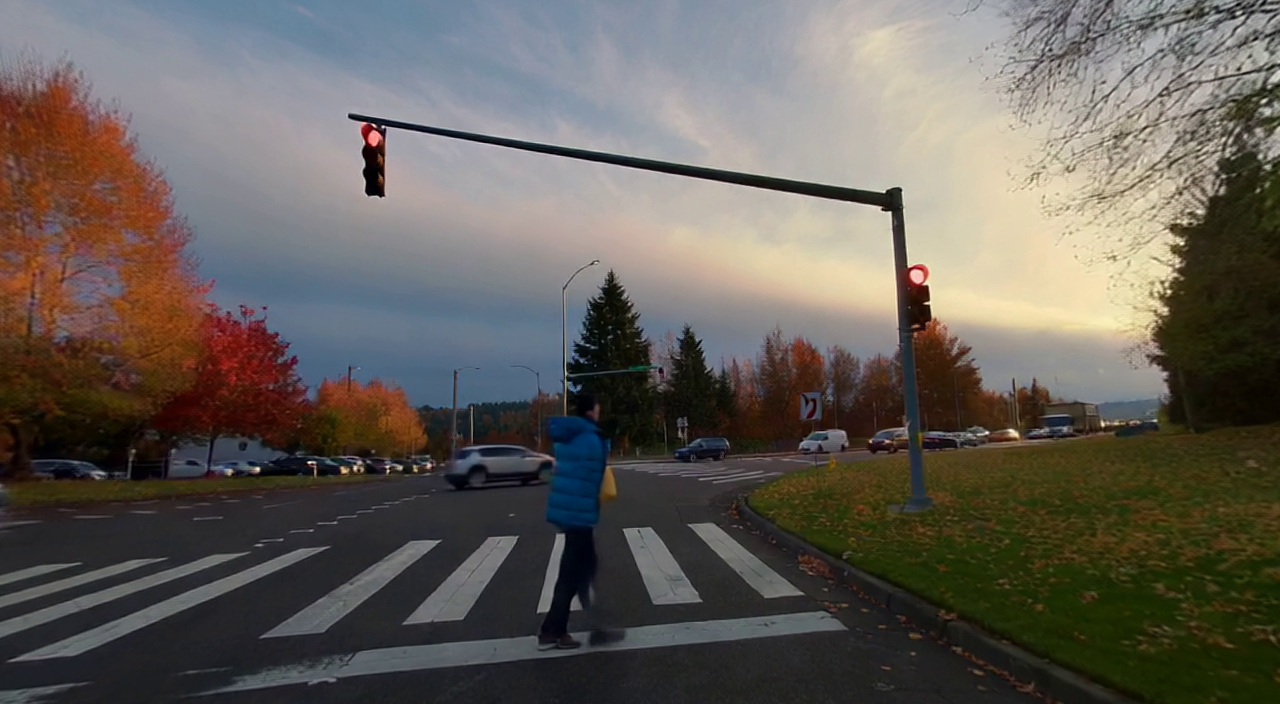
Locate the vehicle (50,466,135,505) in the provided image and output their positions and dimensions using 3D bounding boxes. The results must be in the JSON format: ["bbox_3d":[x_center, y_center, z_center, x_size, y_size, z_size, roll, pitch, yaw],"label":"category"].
[{"bbox_3d":[-25.441,6.157,29.278,1.694,1.528,4.225,3,-9,-24],"label":"vehicle"}]

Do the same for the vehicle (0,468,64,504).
[{"bbox_3d":[-30.340,6.444,30.321,1.800,1.520,3.968,2,-9,-14],"label":"vehicle"}]

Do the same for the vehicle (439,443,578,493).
[{"bbox_3d":[-4.602,4.087,22.581,1.915,1.586,4.734,-7,-11,38],"label":"vehicle"}]

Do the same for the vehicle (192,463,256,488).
[{"bbox_3d":[-28.564,8.474,43.174,1.768,1.465,3.972,0,-9,-1],"label":"vehicle"}]

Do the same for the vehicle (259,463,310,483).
[{"bbox_3d":[-28.141,9.570,49.746,1.776,1.452,3.920,0,-9,0],"label":"vehicle"}]

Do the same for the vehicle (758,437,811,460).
[{"bbox_3d":[11.461,7.584,49.363,1.979,1.659,4.907,-8,-11,39],"label":"vehicle"}]

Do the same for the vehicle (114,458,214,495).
[{"bbox_3d":[-27.859,7.260,36.943,2.064,1.913,5.081,0,-9,-4],"label":"vehicle"}]

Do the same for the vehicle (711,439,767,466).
[{"bbox_3d":[6.969,7.024,43.947,1.867,1.743,4.259,-8,-11,39],"label":"vehicle"}]
